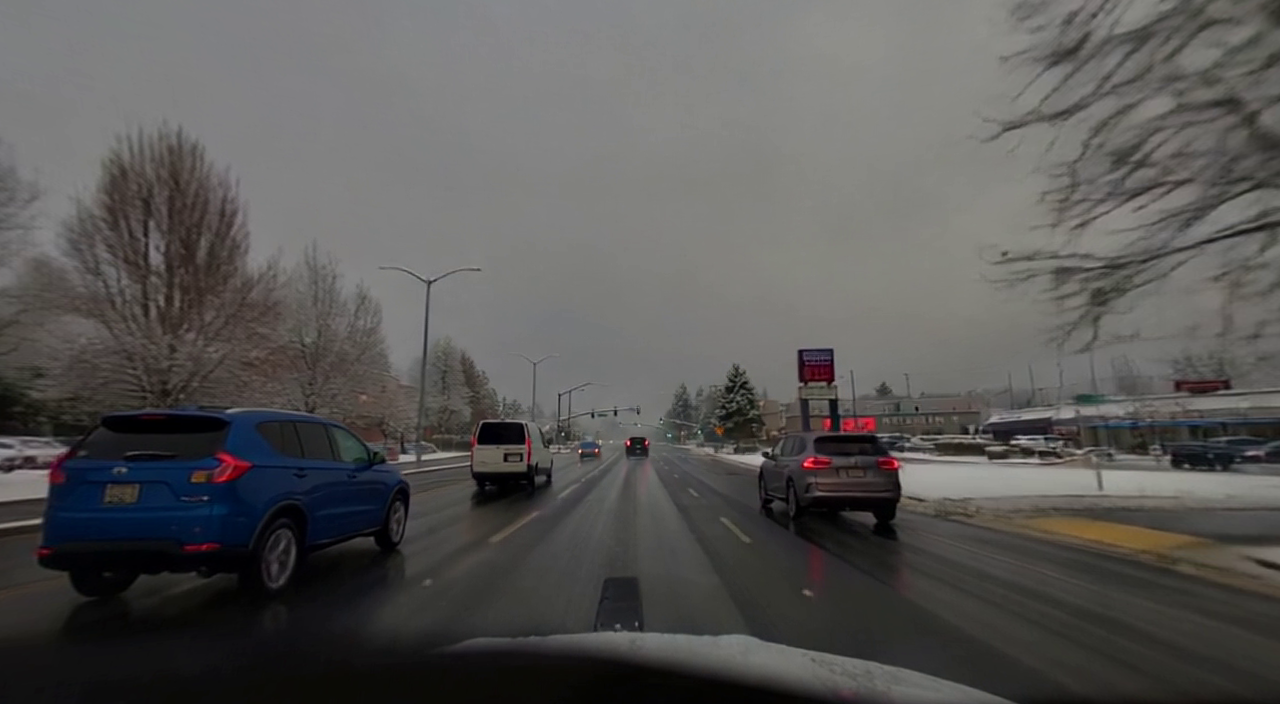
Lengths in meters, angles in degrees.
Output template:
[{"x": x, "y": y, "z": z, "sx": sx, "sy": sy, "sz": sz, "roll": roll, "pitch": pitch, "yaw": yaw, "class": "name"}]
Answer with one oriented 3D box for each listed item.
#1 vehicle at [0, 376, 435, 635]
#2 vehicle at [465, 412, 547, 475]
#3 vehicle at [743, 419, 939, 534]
[{"x": -3.887, "y": 1.359, "z": 6.498, "sx": 2.038, "sy": 1.748, "sz": 4.303, "roll": 0, "pitch": -9, "yaw": 0, "class": "vehicle"}, {"x": -6.089, "y": 4.336, "z": 29.688, "sx": 2.863, "sy": 2.592, "sz": 6.410, "roll": 1, "pitch": -9, "yaw": -4, "class": "vehicle"}, {"x": 3.582, "y": 2.341, "z": 12.434, "sx": 2.167, "sy": 1.792, "sz": 4.835, "roll": 1, "pitch": -9, "yaw": -1, "class": "vehicle"}]
